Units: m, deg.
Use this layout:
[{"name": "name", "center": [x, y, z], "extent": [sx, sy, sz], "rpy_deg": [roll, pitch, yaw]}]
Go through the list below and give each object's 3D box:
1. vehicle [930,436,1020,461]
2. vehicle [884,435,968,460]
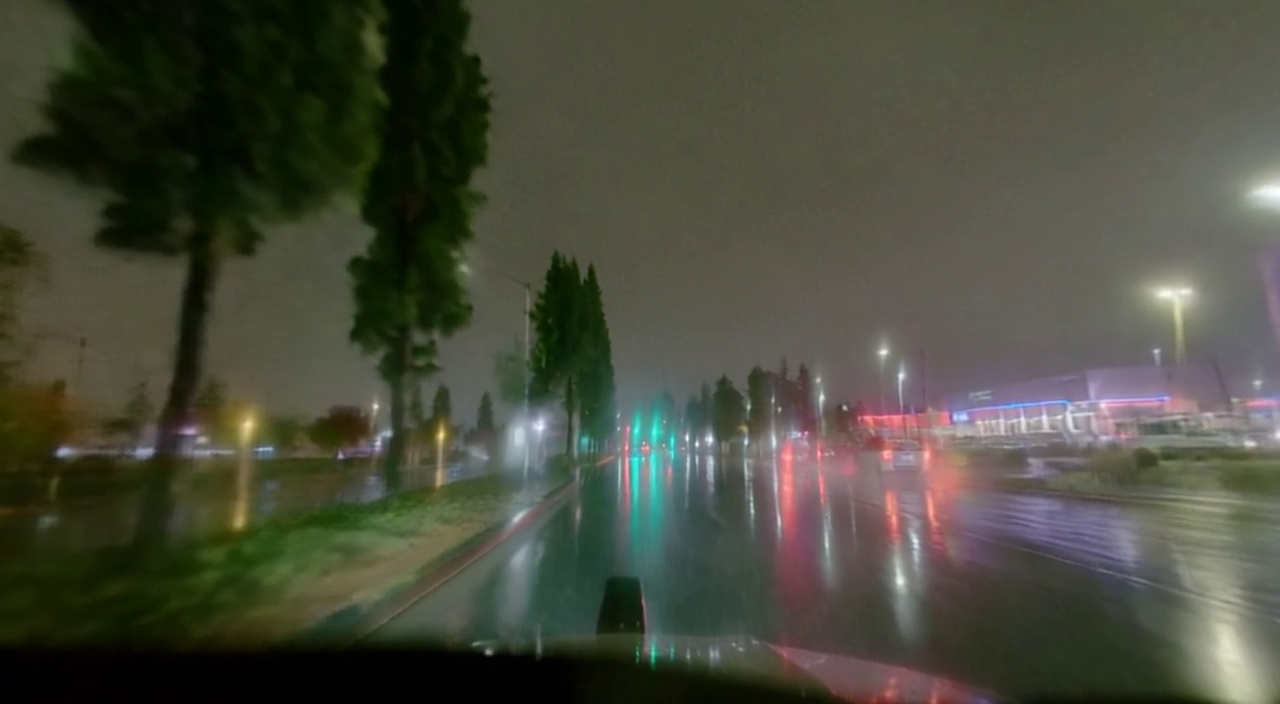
[{"name": "vehicle", "center": [20.656, 5.978, 39.060], "extent": [4.396, 1.450, 1.956], "rpy_deg": [-1, -8, 4]}, {"name": "vehicle", "center": [19.834, 6.652, 43.991], "extent": [4.758, 1.677, 2.154], "rpy_deg": [0, -8, 1]}]
